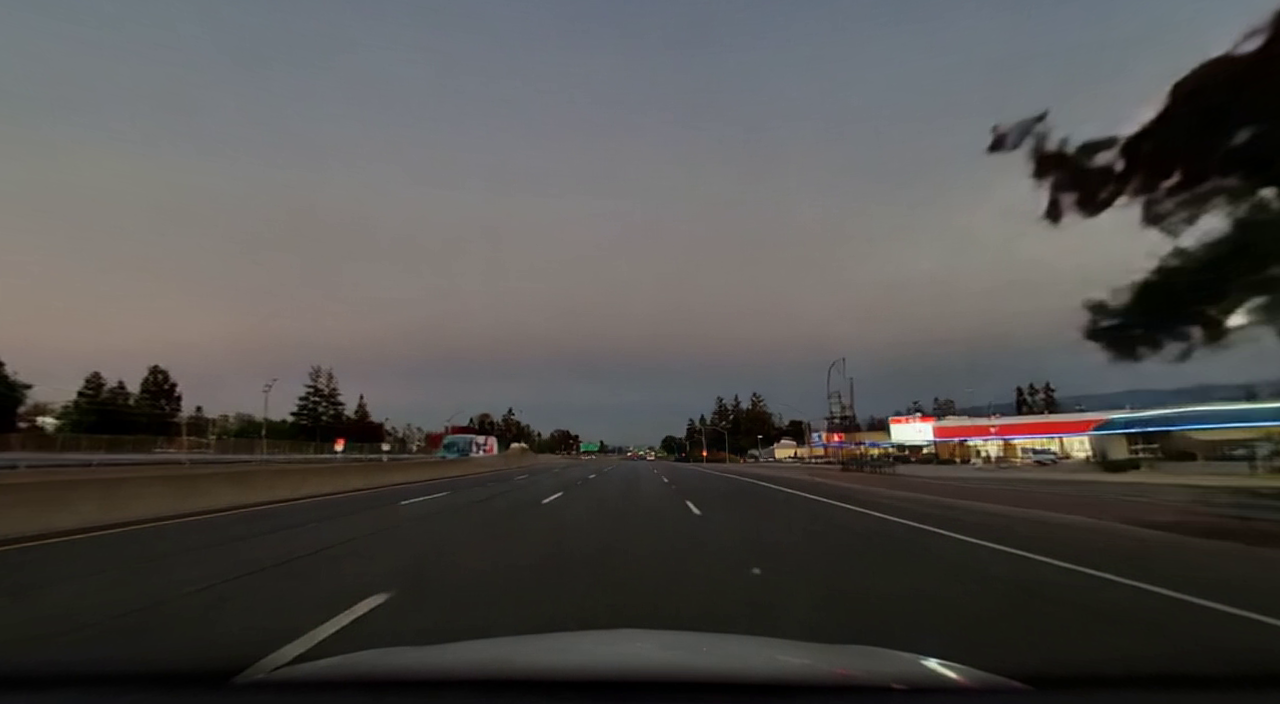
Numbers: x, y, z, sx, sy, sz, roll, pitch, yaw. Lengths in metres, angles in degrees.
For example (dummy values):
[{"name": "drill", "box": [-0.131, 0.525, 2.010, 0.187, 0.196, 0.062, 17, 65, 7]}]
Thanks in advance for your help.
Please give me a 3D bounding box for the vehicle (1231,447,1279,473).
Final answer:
[{"name": "vehicle", "box": [48.994, 8.478, 49.680, 4.921, 1.874, 2.253, 6, -11, -35]}]
